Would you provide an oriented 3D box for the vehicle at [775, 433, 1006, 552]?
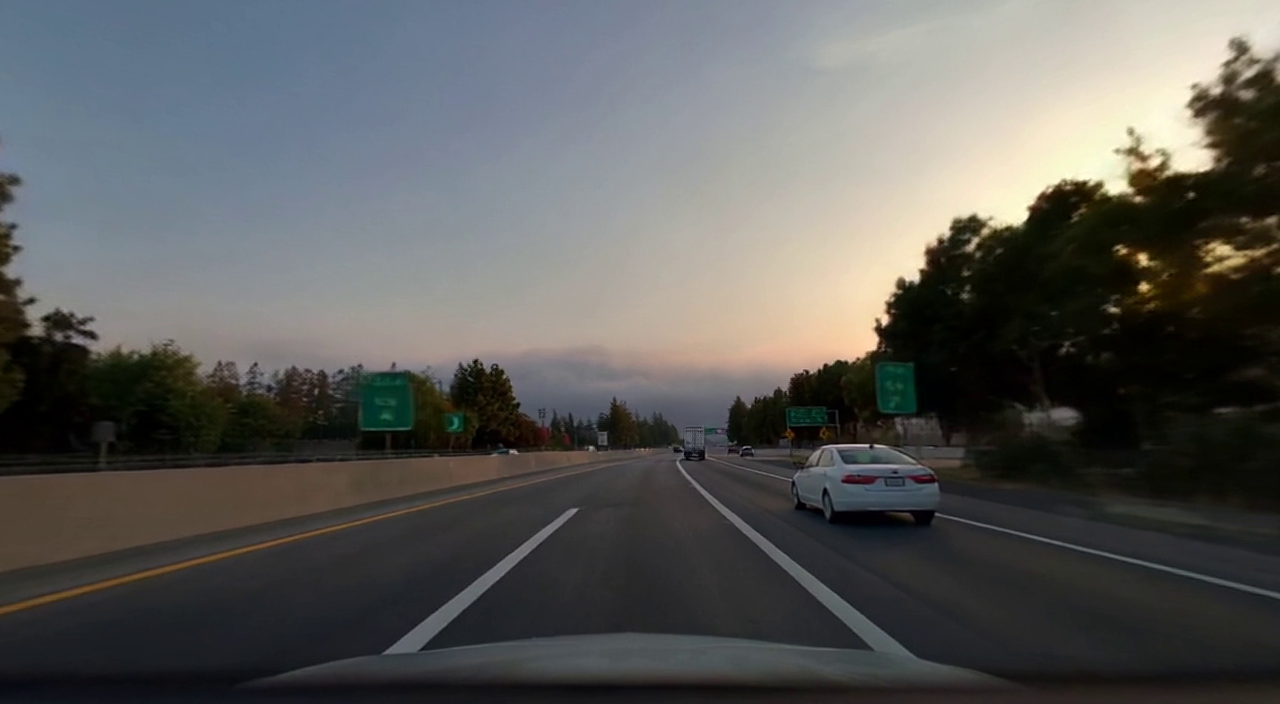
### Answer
[{"bbox_3d":[3.606,2.095,10.061,1.938,1.456,4.204,0,-9,0],"label":"vehicle"}]
